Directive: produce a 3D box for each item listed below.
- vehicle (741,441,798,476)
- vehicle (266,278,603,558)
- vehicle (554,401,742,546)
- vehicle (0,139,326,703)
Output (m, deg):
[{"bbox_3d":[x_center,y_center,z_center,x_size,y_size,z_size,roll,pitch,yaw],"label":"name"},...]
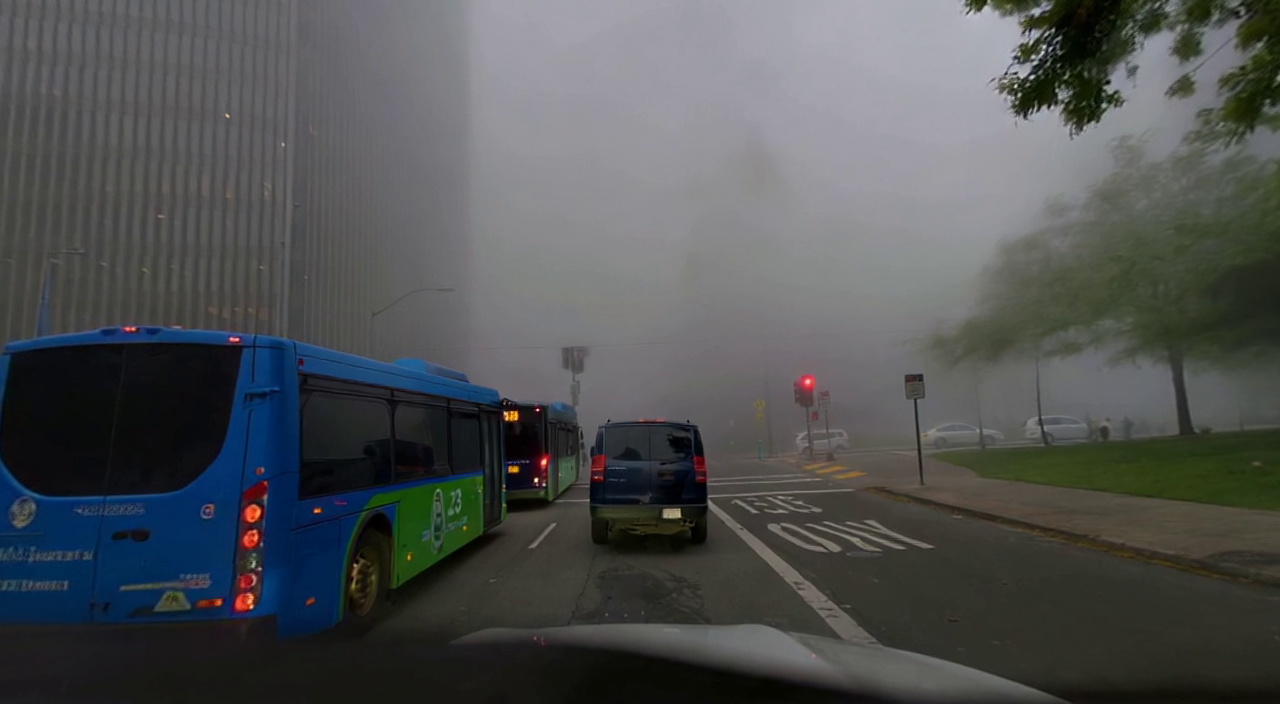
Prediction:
[{"bbox_3d":[6.163,5.103,30.468,1.919,1.529,4.059,0,-9,1],"label":"vehicle"},{"bbox_3d":[-2.881,1.780,14.554,3.042,3.445,13.615,0,-9,1],"label":"vehicle"},{"bbox_3d":[0.128,1.946,10.638,2.500,1.912,4.270,0,-9,1],"label":"vehicle"},{"bbox_3d":[-2.754,0.331,0.231,2.329,2.089,5.659,0,-9,0],"label":"vehicle"}]
